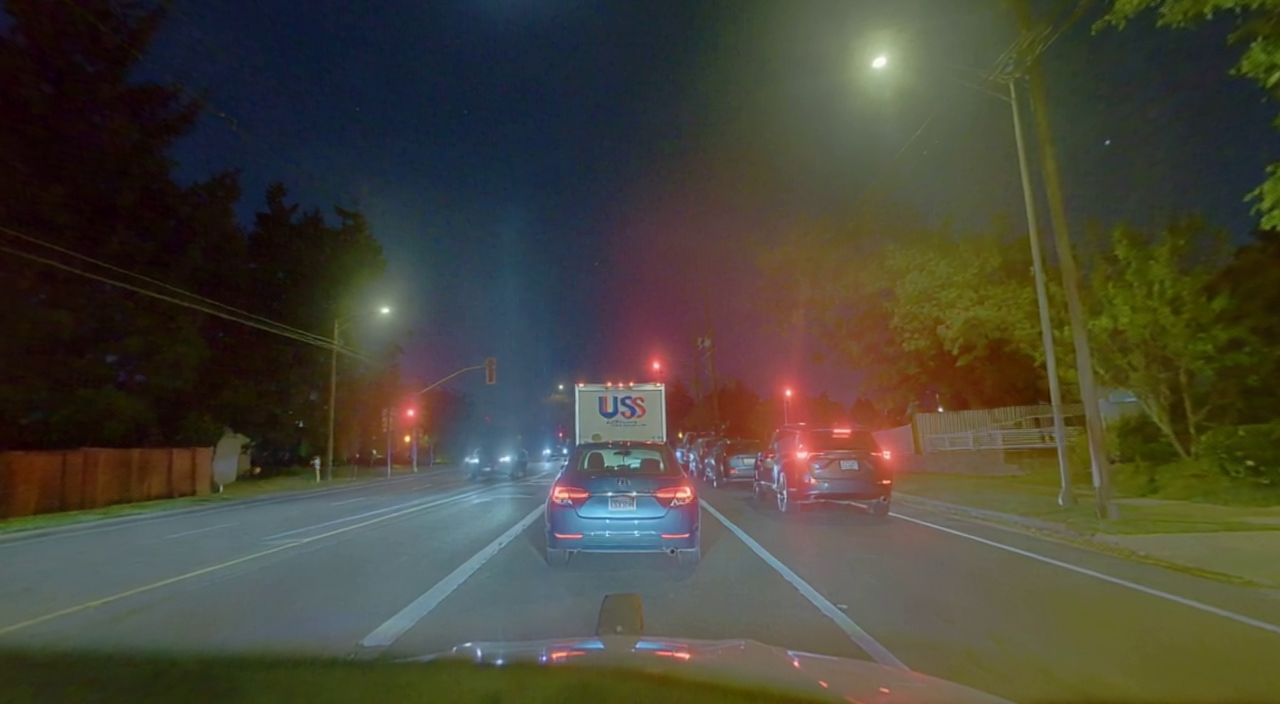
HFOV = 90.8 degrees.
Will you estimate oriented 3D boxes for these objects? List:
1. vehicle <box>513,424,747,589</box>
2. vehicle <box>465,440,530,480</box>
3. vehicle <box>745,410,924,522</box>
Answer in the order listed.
[{"bbox_3d":[-0.147,1.721,7.934,2.135,1.483,4.207,0,-8,-2],"label":"vehicle"},{"bbox_3d":[-6.355,4.865,28.680,1.962,1.640,4.161,0,-8,0],"label":"vehicle"},{"bbox_3d":[3.605,2.229,12.807,2.145,1.847,4.524,0,-8,-1],"label":"vehicle"}]
